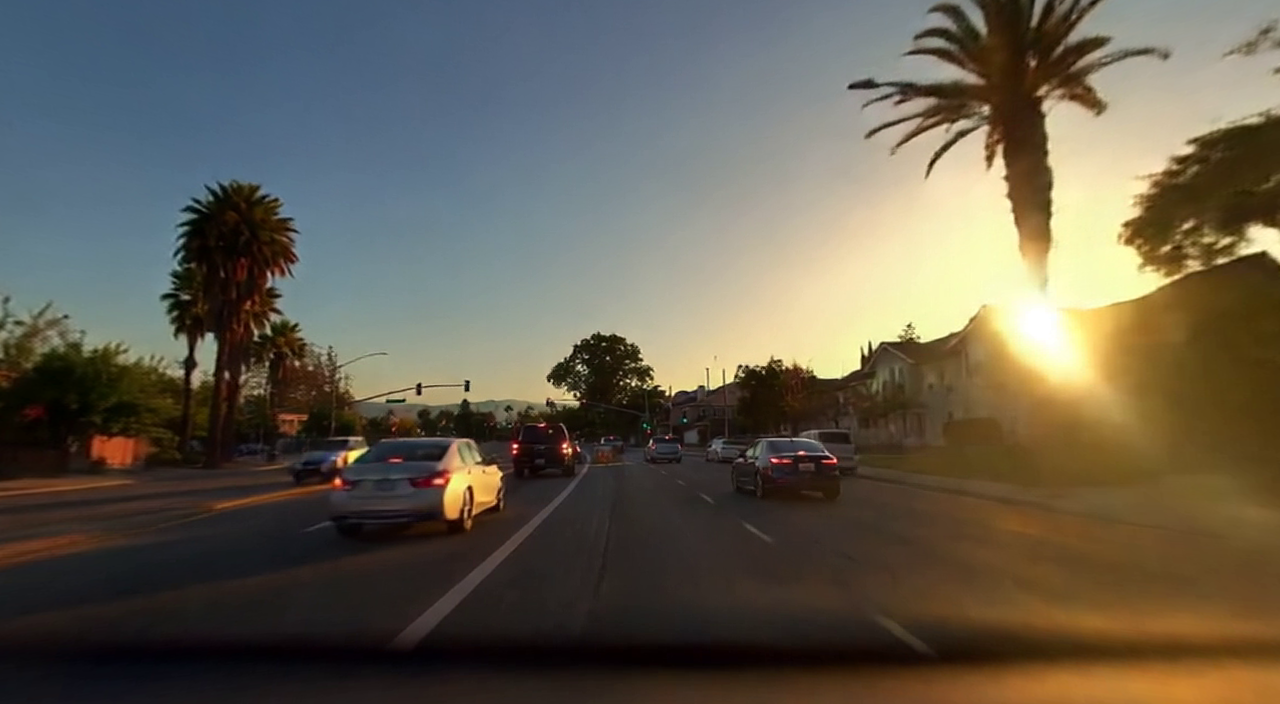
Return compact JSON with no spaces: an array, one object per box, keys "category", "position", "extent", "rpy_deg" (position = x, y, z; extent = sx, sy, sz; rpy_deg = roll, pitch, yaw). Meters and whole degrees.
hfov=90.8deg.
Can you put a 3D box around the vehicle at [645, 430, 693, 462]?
[{"category":"vehicle","position":[1.787,6.158,41.421],"extent":[2.391,1.960,5.600],"rpy_deg":[1,-8,-5]}]

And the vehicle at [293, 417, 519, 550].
[{"category":"vehicle","position":[-3.200,1.875,9.686],"extent":[1.922,1.577,4.140],"rpy_deg":[0,-8,-1]}]

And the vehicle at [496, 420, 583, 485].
[{"category":"vehicle","position":[-3.319,3.511,22.394],"extent":[2.354,1.948,6.355],"rpy_deg":[0,-8,-3]}]

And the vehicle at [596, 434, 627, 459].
[{"category":"vehicle","position":[-2.230,7.290,48.793],"extent":[2.164,1.867,4.254],"rpy_deg":[1,-8,-6]}]

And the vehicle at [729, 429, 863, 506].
[{"category":"vehicle","position":[3.358,2.570,14.485],"extent":[1.870,1.491,4.009],"rpy_deg":[0,-8,-3]}]
